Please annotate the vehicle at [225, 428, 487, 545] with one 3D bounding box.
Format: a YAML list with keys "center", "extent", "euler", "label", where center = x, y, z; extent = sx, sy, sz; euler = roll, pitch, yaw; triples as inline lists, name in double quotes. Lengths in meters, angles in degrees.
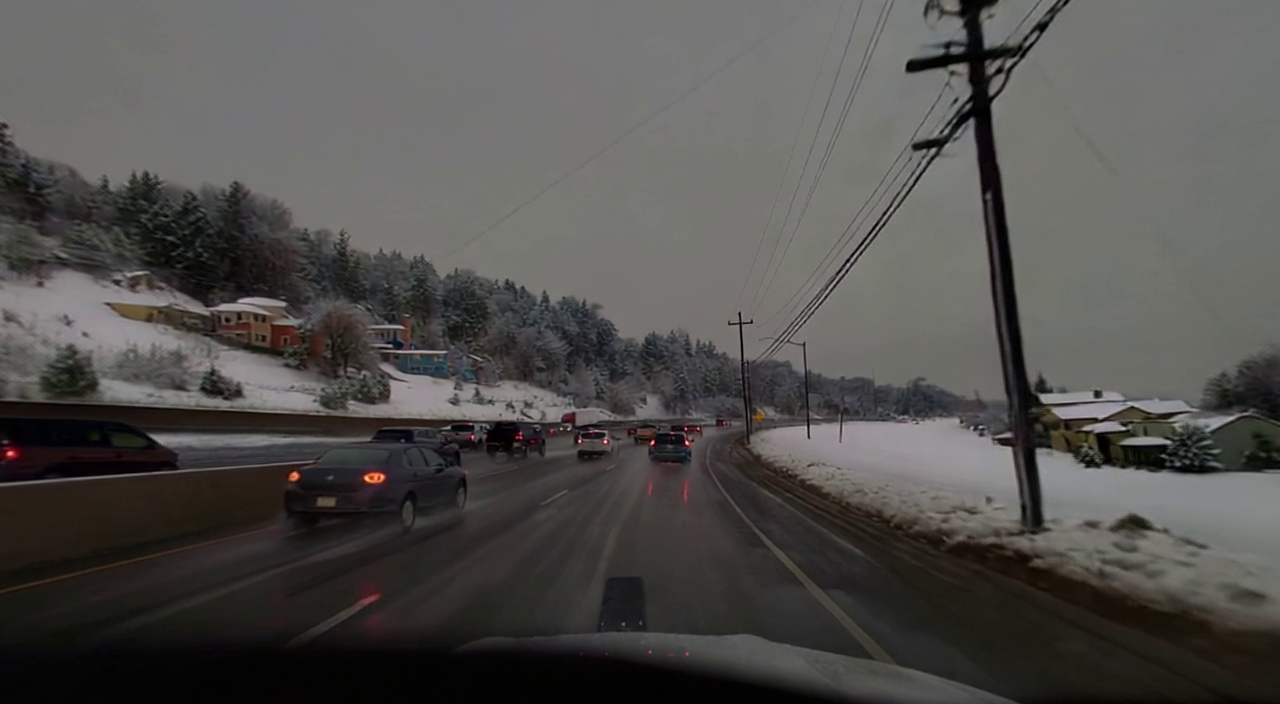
- center: [-4.245, 2.078, 10.540]
  extent: [1.956, 1.478, 4.789]
  euler: [-1, -8, 3]
  label: "vehicle"

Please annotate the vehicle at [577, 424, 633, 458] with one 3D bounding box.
- center: [-1.737, 4.713, 33.228]
  extent: [2.121, 1.639, 4.383]
  euler: [-1, -8, 8]
  label: "vehicle"

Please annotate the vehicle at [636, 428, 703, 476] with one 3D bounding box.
- center: [1.062, 3.462, 22.029]
  extent: [2.109, 1.495, 3.935]
  euler: [-1, -8, 4]
  label: "vehicle"

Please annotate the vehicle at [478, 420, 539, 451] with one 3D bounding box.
- center: [-8.142, 5.270, 39.462]
  extent: [2.080, 1.833, 4.461]
  euler: [-2, -9, 12]
  label: "vehicle"

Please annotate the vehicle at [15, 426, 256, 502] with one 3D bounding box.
- center: [-12.520, 2.796, 16.173]
  extent: [1.986, 1.622, 4.548]
  euler: [-2, -8, 10]
  label: "vehicle"
